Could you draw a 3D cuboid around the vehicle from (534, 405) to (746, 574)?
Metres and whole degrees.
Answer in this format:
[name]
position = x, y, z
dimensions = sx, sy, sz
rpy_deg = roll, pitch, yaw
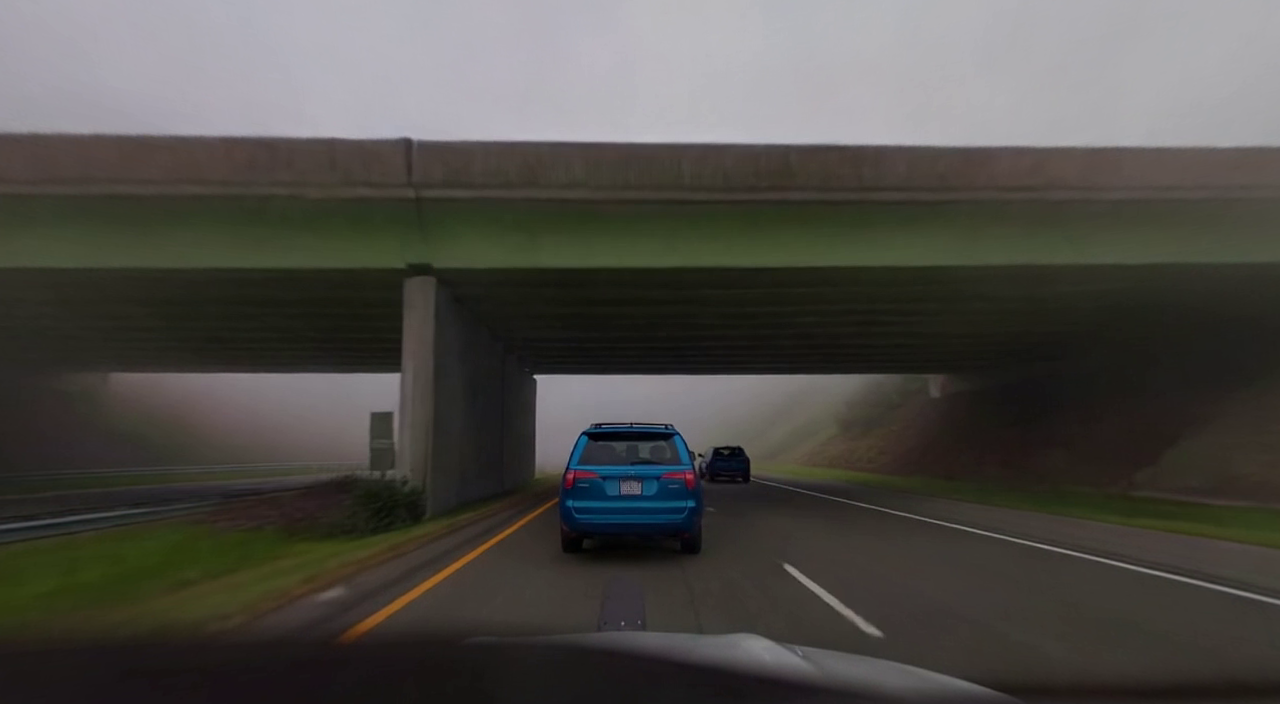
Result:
[vehicle]
position = 0.005, 1.809, 8.943
dimensions = 2.288, 1.823, 4.059
rpy_deg = 0, -9, 0
